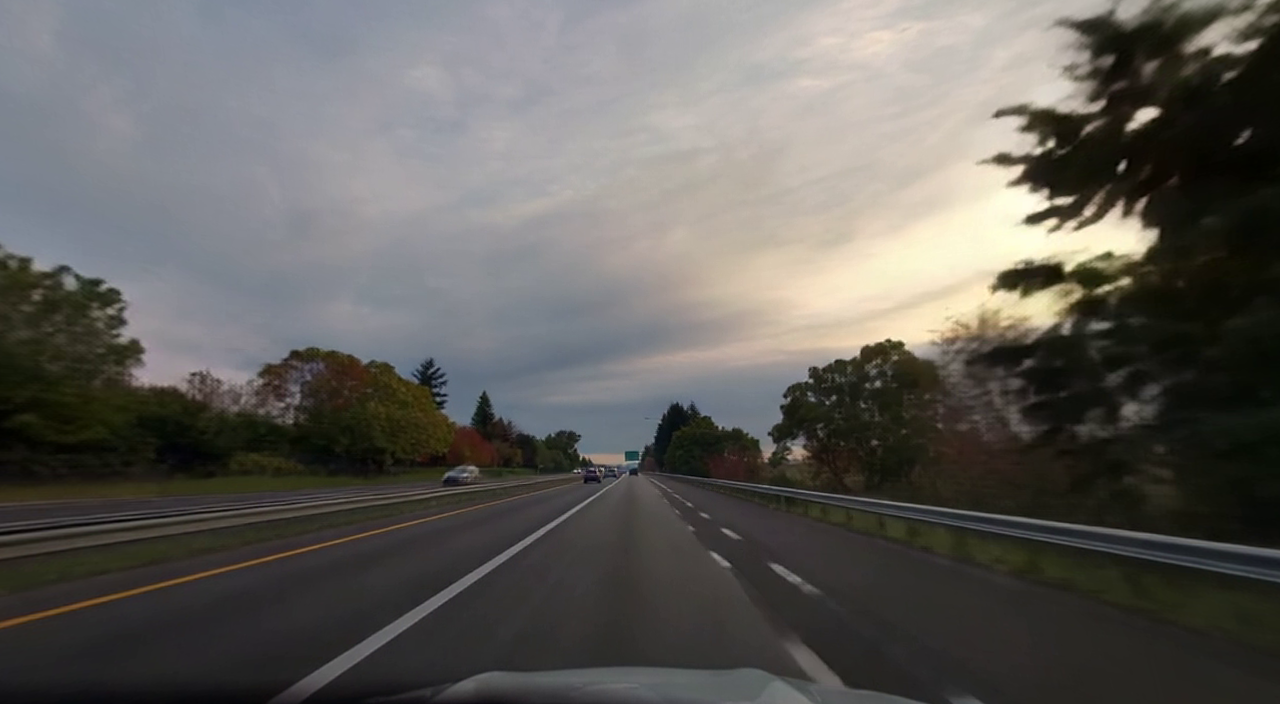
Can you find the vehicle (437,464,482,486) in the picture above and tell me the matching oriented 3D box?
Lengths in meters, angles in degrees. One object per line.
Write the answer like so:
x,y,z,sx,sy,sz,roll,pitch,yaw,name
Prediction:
-13.218,9.065,46.491,1.983,1.520,4.466,1,-11,0,vehicle
